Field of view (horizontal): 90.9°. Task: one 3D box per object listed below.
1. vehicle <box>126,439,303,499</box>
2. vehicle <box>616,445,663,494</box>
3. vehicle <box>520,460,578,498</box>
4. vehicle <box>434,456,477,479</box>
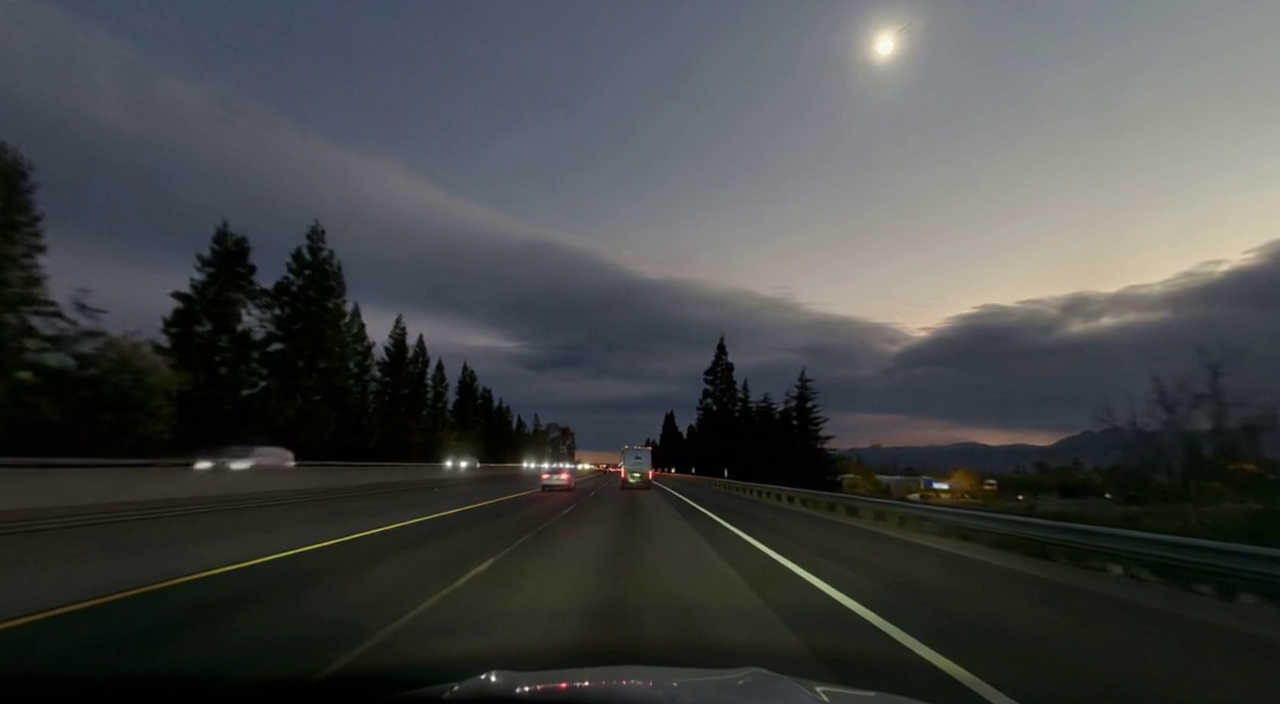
[{"bbox_3d":[-12.373,3.487,18.804,1.918,1.510,4.728,1,-11,0],"label":"vehicle"},{"bbox_3d":[-0.104,6.828,36.618,2.482,2.549,5.447,1,-11,-2],"label":"vehicle"},{"bbox_3d":[-4.137,5.857,29.244,2.100,1.605,3.883,1,-10,0],"label":"vehicle"},{"bbox_3d":[-13.369,8.407,45.857,1.909,1.531,4.122,1,-11,0],"label":"vehicle"}]
